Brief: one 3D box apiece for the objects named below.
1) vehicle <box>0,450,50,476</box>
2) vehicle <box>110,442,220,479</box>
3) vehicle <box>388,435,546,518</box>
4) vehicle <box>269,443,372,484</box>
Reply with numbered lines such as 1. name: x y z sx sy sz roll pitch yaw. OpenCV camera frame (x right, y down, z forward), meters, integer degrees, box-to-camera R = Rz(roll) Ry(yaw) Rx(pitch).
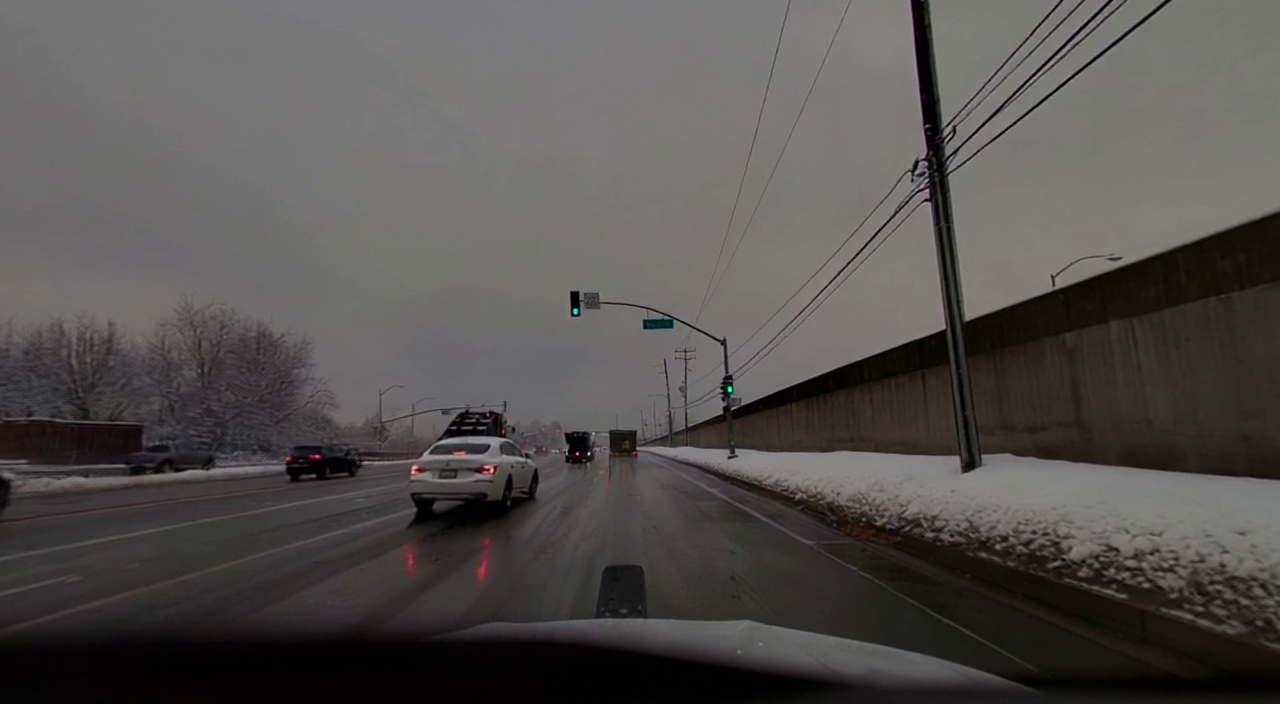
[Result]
1. vehicle: -37.323 6.594 37.339 1.514 1.404 3.424 -4 -8 0
2. vehicle: -24.005 5.471 32.122 1.891 1.696 4.613 0 -8 1
3. vehicle: -3.536 2.646 14.056 2.019 1.480 4.966 0 -8 1
4. vehicle: -12.780 4.459 25.547 1.905 1.492 4.151 -1 -8 2
